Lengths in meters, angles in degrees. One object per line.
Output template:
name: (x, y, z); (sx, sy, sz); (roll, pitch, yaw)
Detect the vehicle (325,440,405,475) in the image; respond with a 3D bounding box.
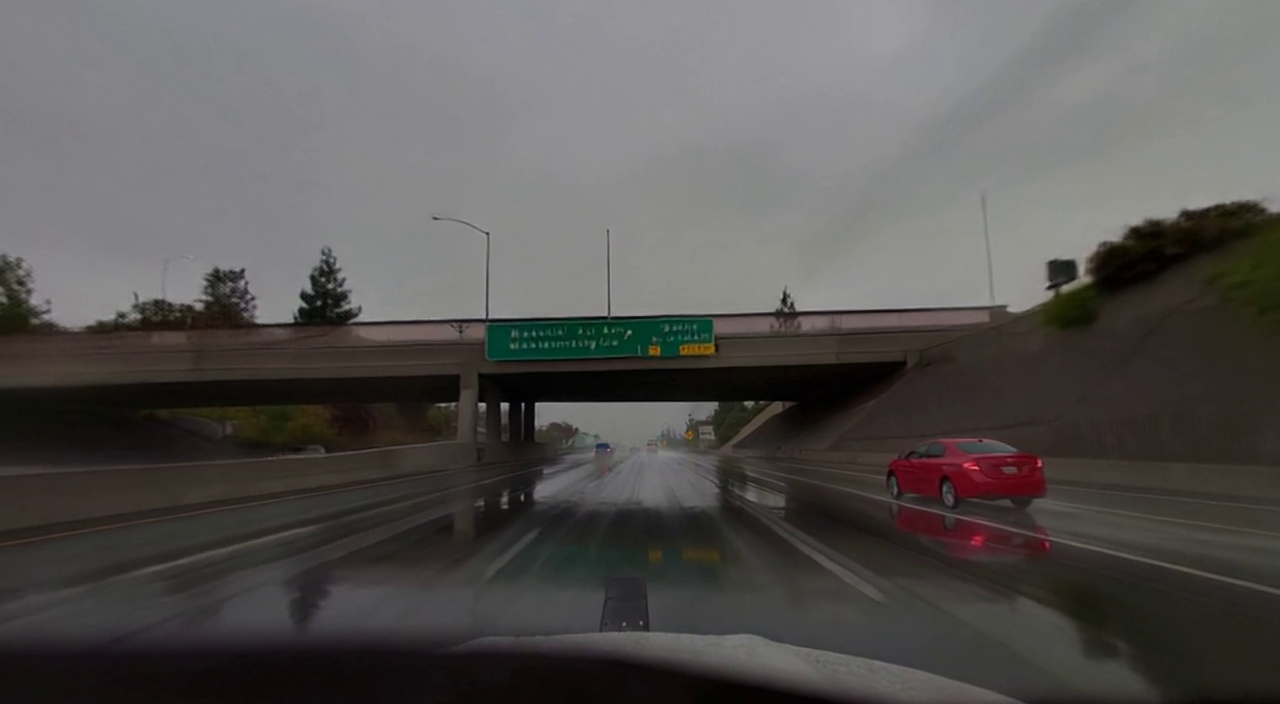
vehicle: (-13.021, 5.013, 30.158); (1.858, 1.535, 4.320); (0, -8, 0)

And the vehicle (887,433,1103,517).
vehicle: (7.193, 2.525, 13.493); (1.914, 1.465, 4.574); (0, -8, 0)
